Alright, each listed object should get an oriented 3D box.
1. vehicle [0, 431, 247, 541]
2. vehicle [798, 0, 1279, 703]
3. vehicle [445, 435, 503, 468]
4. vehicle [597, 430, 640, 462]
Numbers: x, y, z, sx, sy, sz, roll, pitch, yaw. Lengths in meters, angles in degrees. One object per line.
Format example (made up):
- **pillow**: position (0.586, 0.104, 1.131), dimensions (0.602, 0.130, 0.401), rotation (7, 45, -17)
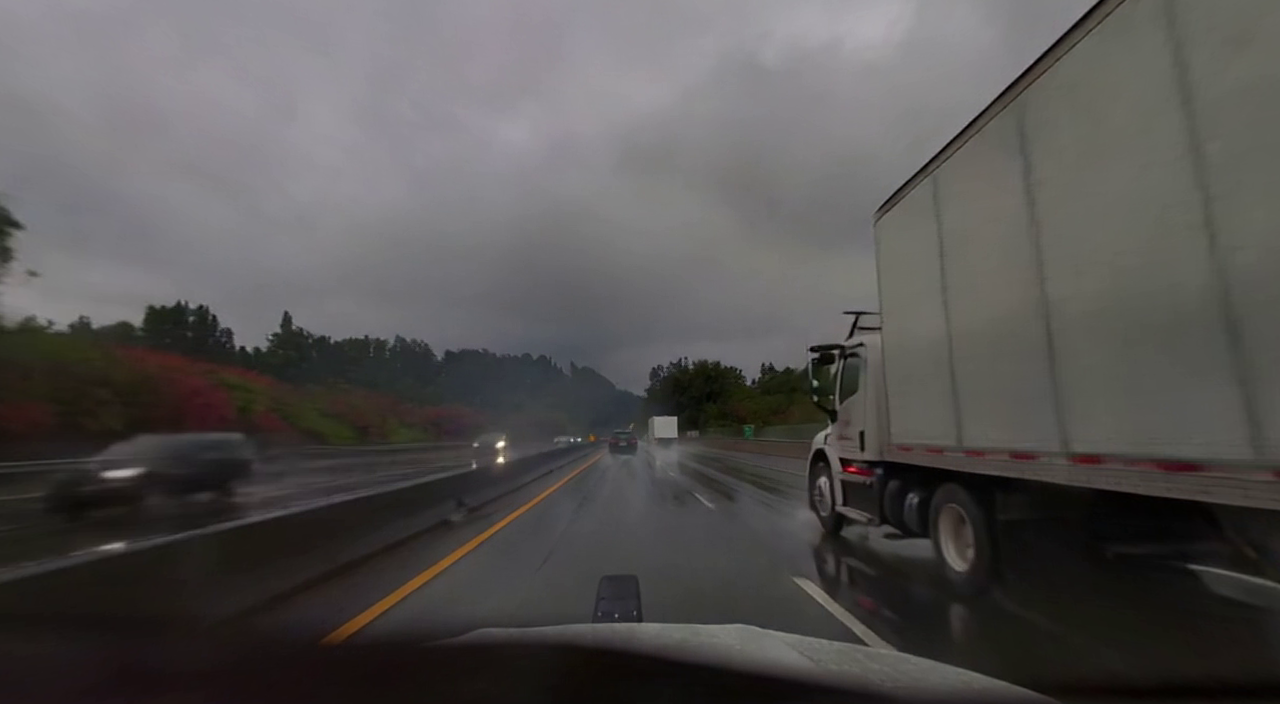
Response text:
- **vehicle**: position (-10.416, 2.549, 12.851), dimensions (1.996, 1.822, 4.451), rotation (0, -8, -2)
- **vehicle**: position (4.055, 0.045, 4.975), dimensions (2.955, 3.940, 9.037), rotation (0, -8, -2)
- **vehicle**: position (-9.356, 5.642, 35.972), dimensions (2.131, 1.735, 4.711), rotation (0, -8, -1)
- **vehicle**: position (-1.078, 4.882, 32.822), dimensions (2.095, 1.557, 3.963), rotation (0, -8, -1)
